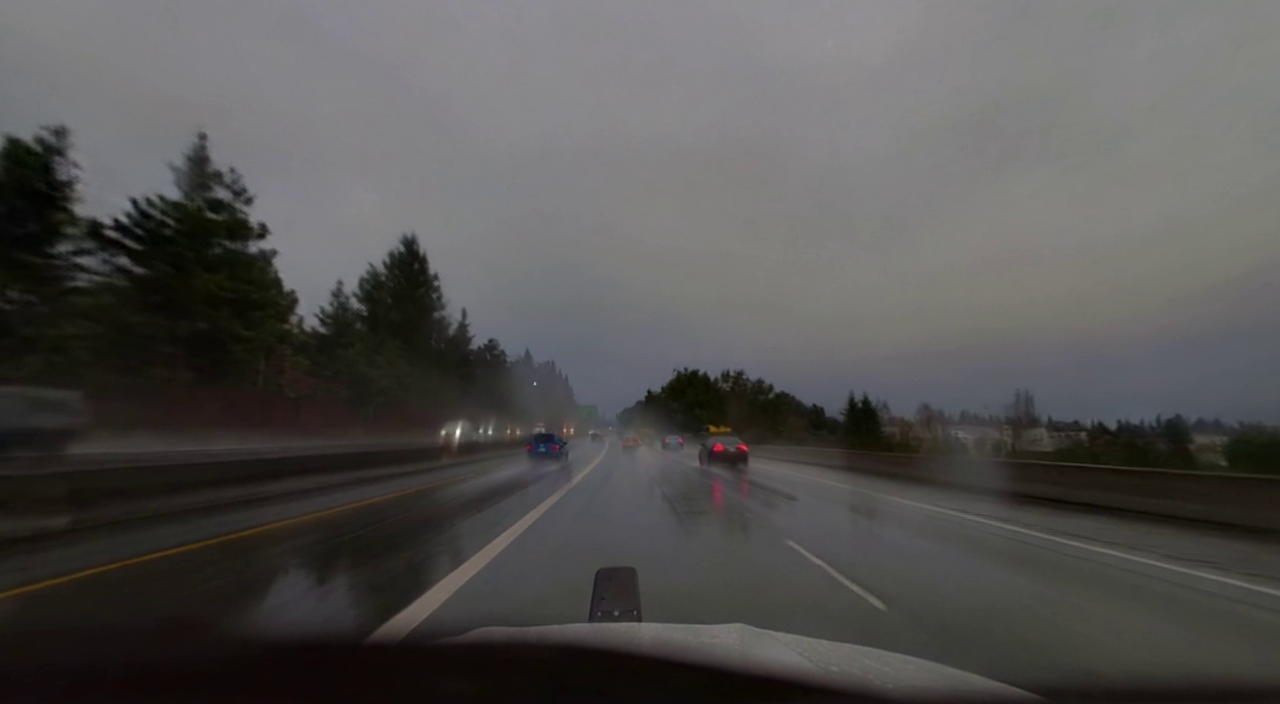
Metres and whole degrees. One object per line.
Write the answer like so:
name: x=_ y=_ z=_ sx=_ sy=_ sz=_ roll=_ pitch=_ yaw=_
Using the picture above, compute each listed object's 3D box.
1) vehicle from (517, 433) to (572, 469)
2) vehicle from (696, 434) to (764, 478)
vehicle: x=-4.323 y=4.547 z=29.116 sx=1.941 sy=1.529 sz=4.111 roll=0 pitch=-8 yaw=-1
vehicle: x=3.336 y=3.924 z=24.165 sx=1.883 sy=1.536 sz=3.792 roll=0 pitch=-8 yaw=-3
